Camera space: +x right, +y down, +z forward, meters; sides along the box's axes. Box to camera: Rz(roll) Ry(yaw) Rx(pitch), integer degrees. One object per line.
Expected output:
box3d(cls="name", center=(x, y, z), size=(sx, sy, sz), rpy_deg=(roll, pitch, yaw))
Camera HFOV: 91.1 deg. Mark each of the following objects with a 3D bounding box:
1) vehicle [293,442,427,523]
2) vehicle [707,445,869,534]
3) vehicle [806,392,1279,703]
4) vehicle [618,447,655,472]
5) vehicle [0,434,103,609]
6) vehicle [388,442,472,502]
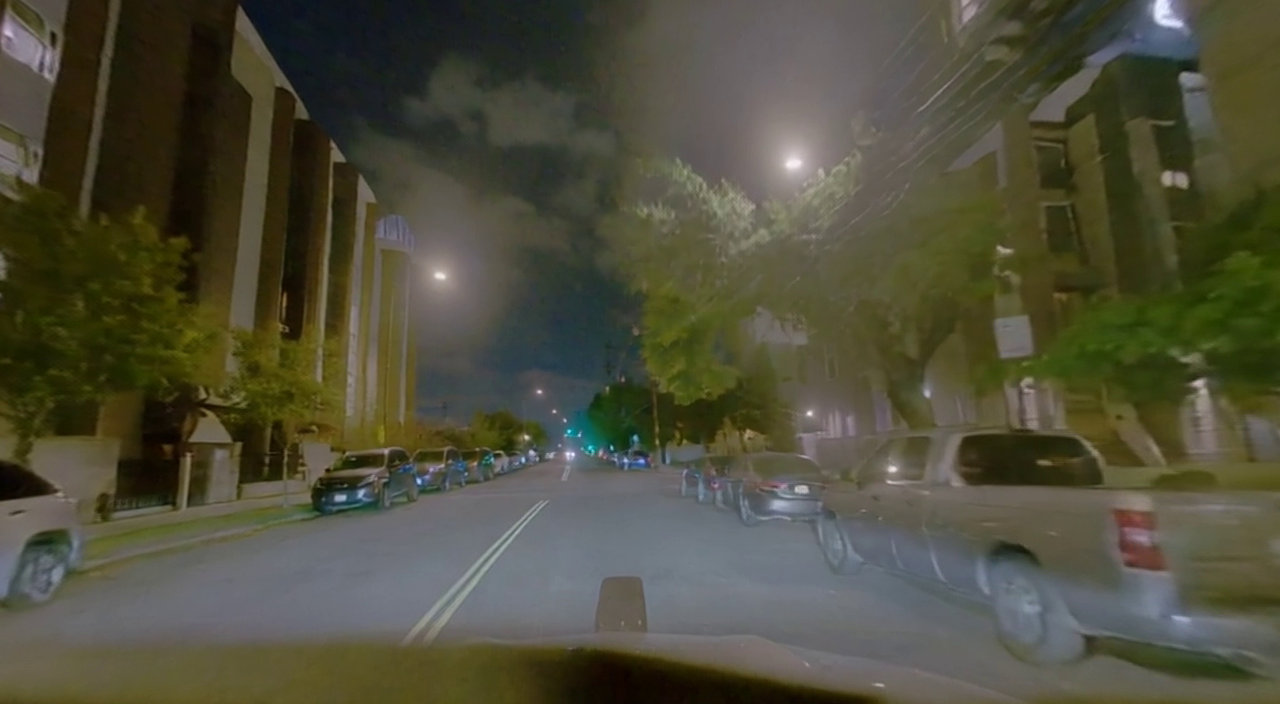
box3d(cls="vehicle", center=(-7.831, 3.620, 18.153), size=(2.056, 1.876, 4.824), rpy_deg=(-1, -8, -5))
box3d(cls="vehicle", center=(2.784, 2.705, 13.108), size=(1.868, 1.494, 4.652), rpy_deg=(1, -9, -5))
box3d(cls="vehicle", center=(3.429, 1.386, 5.280), size=(2.272, 1.626, 5.170), rpy_deg=(1, -9, -5))
box3d(cls="vehicle", center=(-0.294, 7.870, 45.777), size=(2.328, 1.730, 4.225), rpy_deg=(1, -10, -5))
box3d(cls="vehicle", center=(-7.779, 1.647, 5.712), size=(2.037, 1.851, 4.569), rpy_deg=(0, -11, -7))
box3d(cls="vehicle", center=(-8.519, 4.837, 26.024), size=(2.120, 1.989, 5.616), rpy_deg=(-2, -7, -6))
